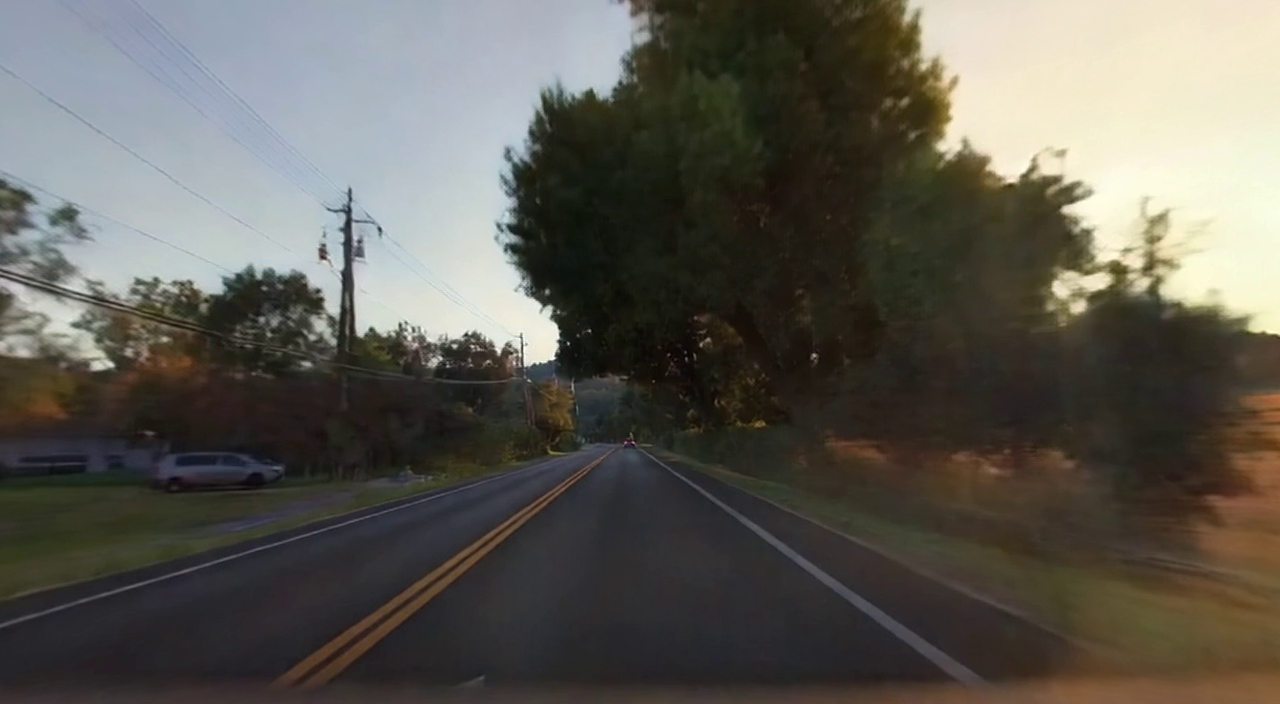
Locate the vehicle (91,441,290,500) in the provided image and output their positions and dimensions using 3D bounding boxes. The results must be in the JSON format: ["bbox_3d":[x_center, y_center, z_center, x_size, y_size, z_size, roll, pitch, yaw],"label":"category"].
[{"bbox_3d":[-14.614,3.844,20.717,4.894,1.774,2.150,-1,-8,1],"label":"vehicle"}]
